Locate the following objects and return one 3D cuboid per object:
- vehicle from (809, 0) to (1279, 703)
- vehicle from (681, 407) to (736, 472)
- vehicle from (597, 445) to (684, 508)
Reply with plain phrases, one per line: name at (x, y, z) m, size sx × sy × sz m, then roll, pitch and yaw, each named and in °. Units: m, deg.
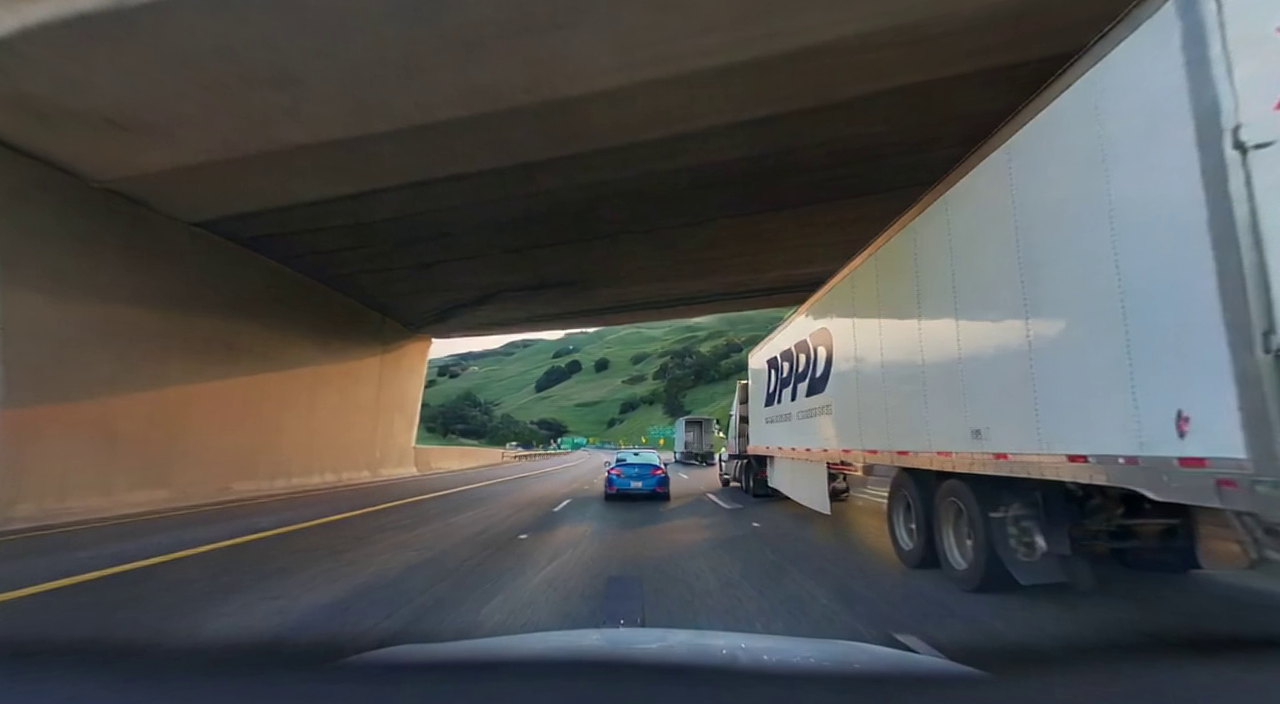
vehicle at (4.161, 0.268, 5.847) m, size 2.802 × 3.956 × 8.291 m, roll 0°, pitch -9°, yaw 0°
vehicle at (4.548, 6.145, 43.982) m, size 2.801 × 4.039 × 8.684 m, roll 0°, pitch -9°, yaw 0°
vehicle at (0.006, 3.190, 16.590) m, size 2.029 × 1.437 × 3.794 m, roll 0°, pitch -9°, yaw 0°
